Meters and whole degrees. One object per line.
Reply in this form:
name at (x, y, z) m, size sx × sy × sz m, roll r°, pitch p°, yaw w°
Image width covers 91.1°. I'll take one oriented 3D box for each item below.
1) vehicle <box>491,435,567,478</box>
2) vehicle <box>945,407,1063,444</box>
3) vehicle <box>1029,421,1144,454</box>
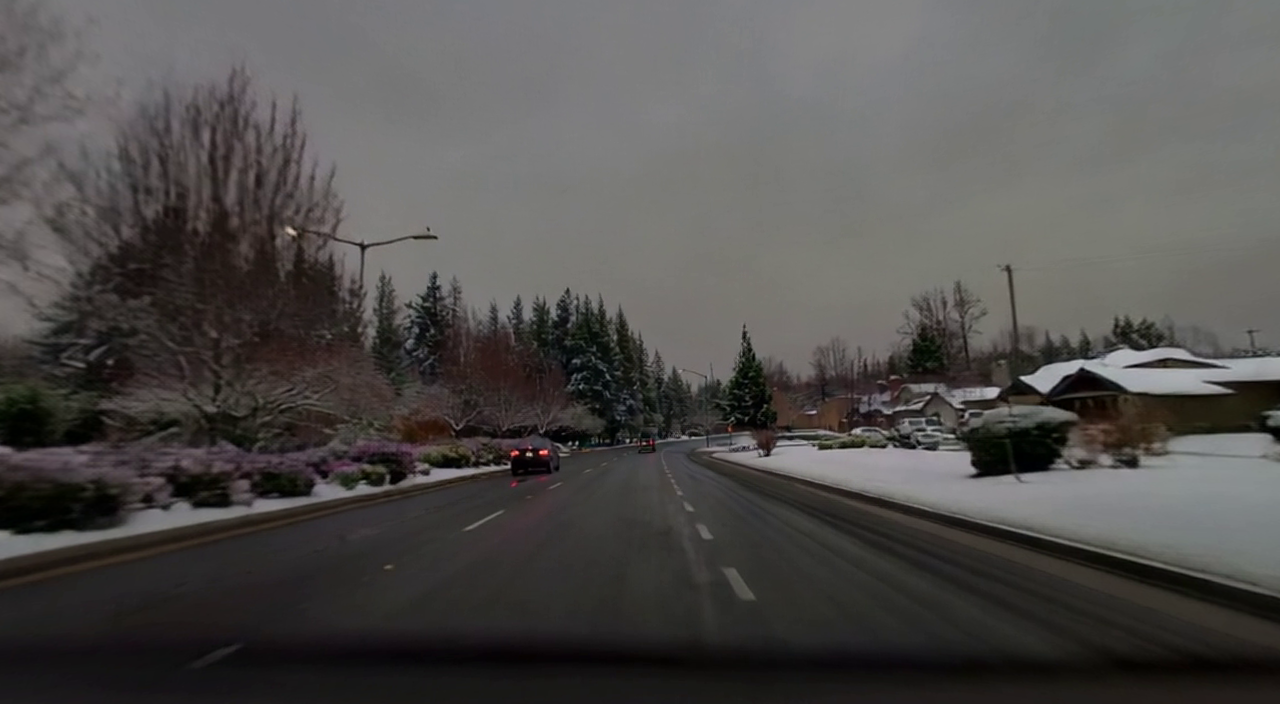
vehicle at (-4.136, 3.966, 24.184) m, size 2.036 × 1.478 × 4.508 m, roll 0°, pitch -8°, yaw 1°
vehicle at (21.211, 4.339, 36.749) m, size 5.458 × 2.044 × 2.299 m, roll 0°, pitch -8°, yaw -2°
vehicle at (21.562, 4.124, 30.459) m, size 4.168 × 1.489 × 1.768 m, roll 0°, pitch -6°, yaw 2°
